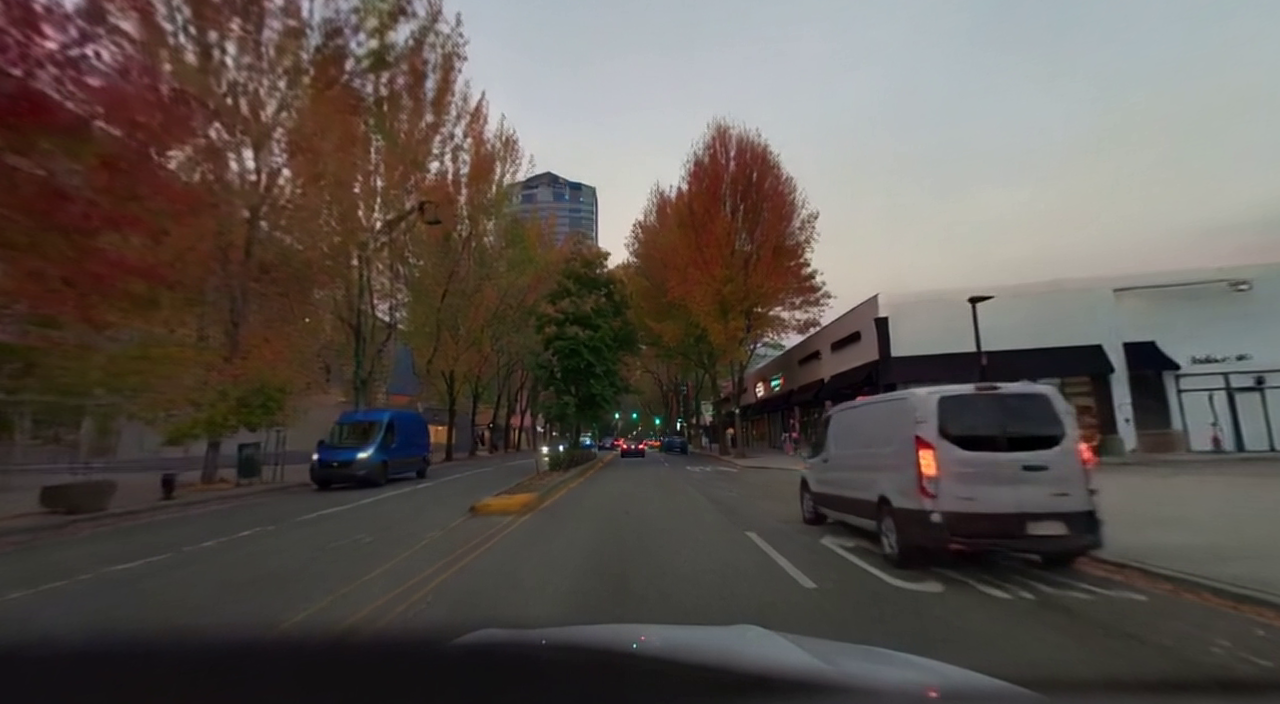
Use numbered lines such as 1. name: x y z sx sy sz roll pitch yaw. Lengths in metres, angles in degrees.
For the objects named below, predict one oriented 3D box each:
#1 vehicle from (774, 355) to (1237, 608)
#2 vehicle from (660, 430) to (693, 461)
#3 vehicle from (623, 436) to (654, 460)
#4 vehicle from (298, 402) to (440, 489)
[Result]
1. vehicle: 3.453 1.368 7.603 2.357 1.986 5.136 0 -8 -2
2. vehicle: 2.582 6.434 43.504 2.147 1.968 4.478 -1 -8 5
3. vehicle: -0.102 7.388 48.660 2.274 1.736 4.083 0 -8 0
4. vehicle: -9.053 3.204 21.803 2.348 2.588 5.860 0 -8 -1
